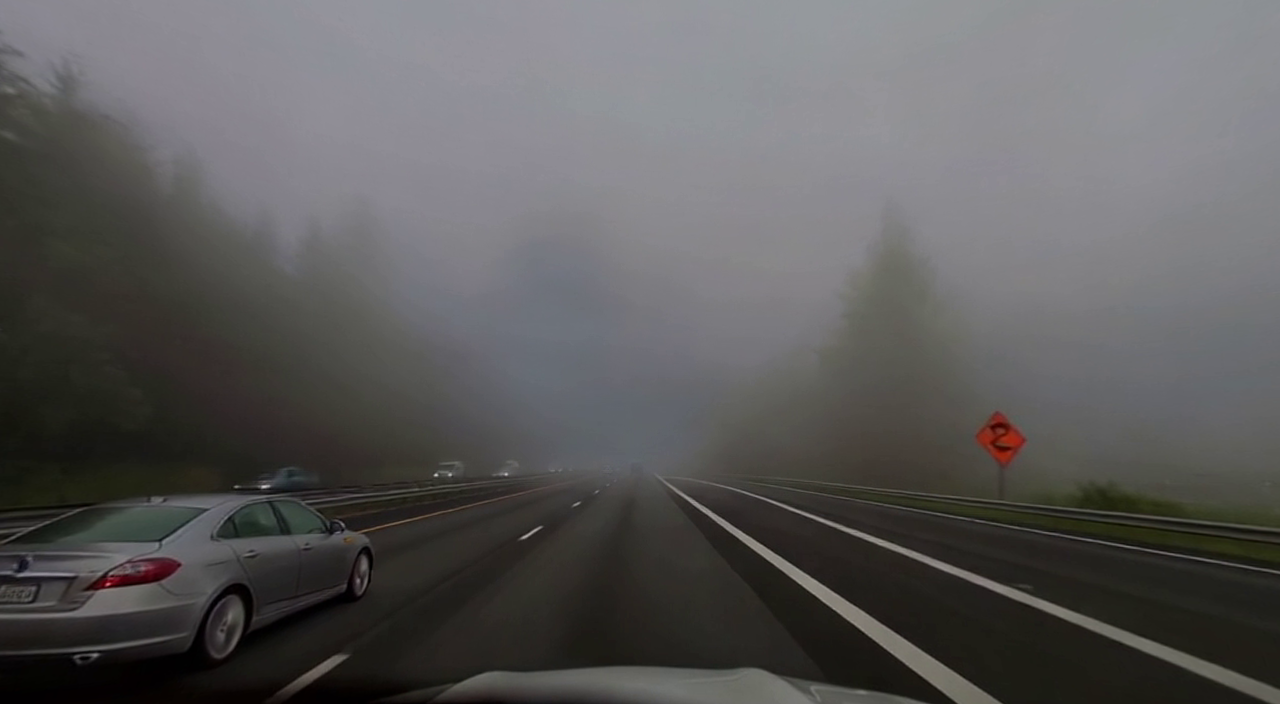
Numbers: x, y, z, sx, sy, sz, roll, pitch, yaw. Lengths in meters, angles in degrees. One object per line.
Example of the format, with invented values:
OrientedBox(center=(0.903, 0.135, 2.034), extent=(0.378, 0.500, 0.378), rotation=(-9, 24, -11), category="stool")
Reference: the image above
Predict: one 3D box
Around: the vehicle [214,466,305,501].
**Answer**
OrientedBox(center=(-16.967, 5.847, 28.290), extent=(1.686, 1.428, 3.761), rotation=(1, -10, 0), category="vehicle")
